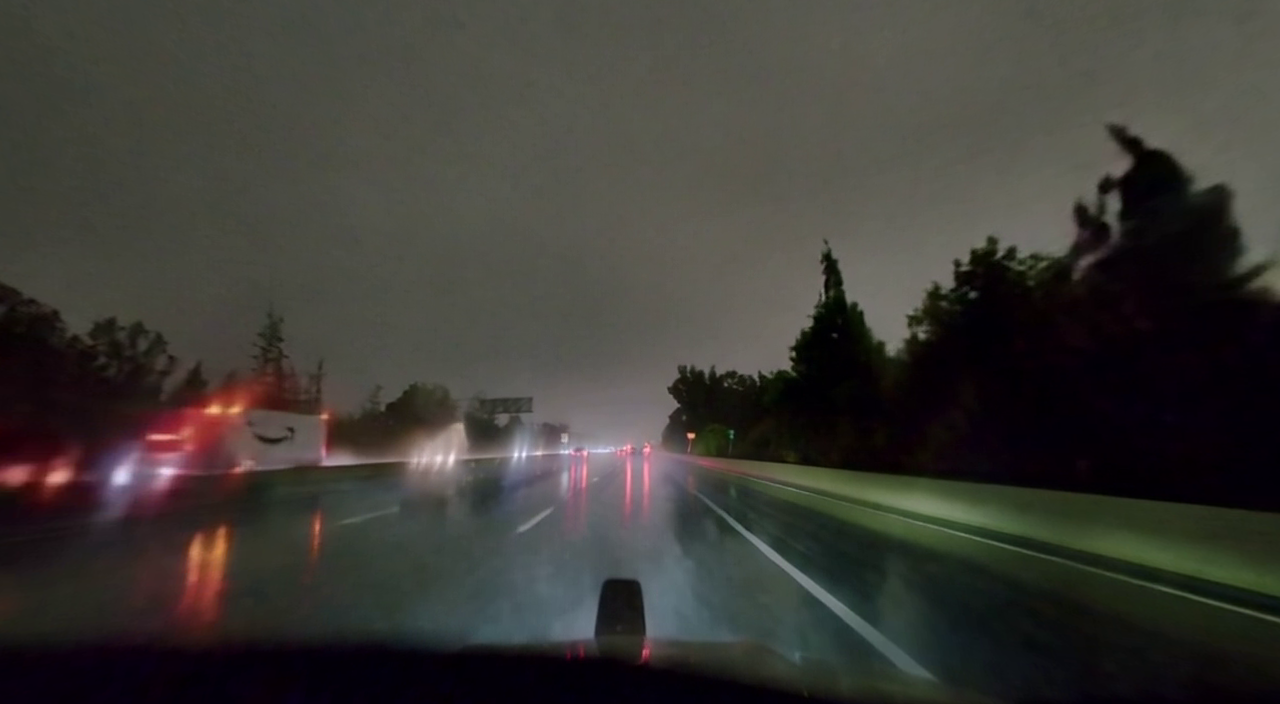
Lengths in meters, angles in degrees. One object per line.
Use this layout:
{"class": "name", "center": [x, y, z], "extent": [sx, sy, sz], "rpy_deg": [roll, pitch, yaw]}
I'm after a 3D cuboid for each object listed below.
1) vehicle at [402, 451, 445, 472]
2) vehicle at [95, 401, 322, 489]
{"class": "vehicle", "center": [-15.284, 7.705, 44.661], "extent": [1.720, 1.396, 3.502], "rpy_deg": [0, -9, 1]}
{"class": "vehicle", "center": [-23.240, 5.347, 35.911], "extent": [2.898, 3.947, 14.192], "rpy_deg": [0, -9, 0]}
